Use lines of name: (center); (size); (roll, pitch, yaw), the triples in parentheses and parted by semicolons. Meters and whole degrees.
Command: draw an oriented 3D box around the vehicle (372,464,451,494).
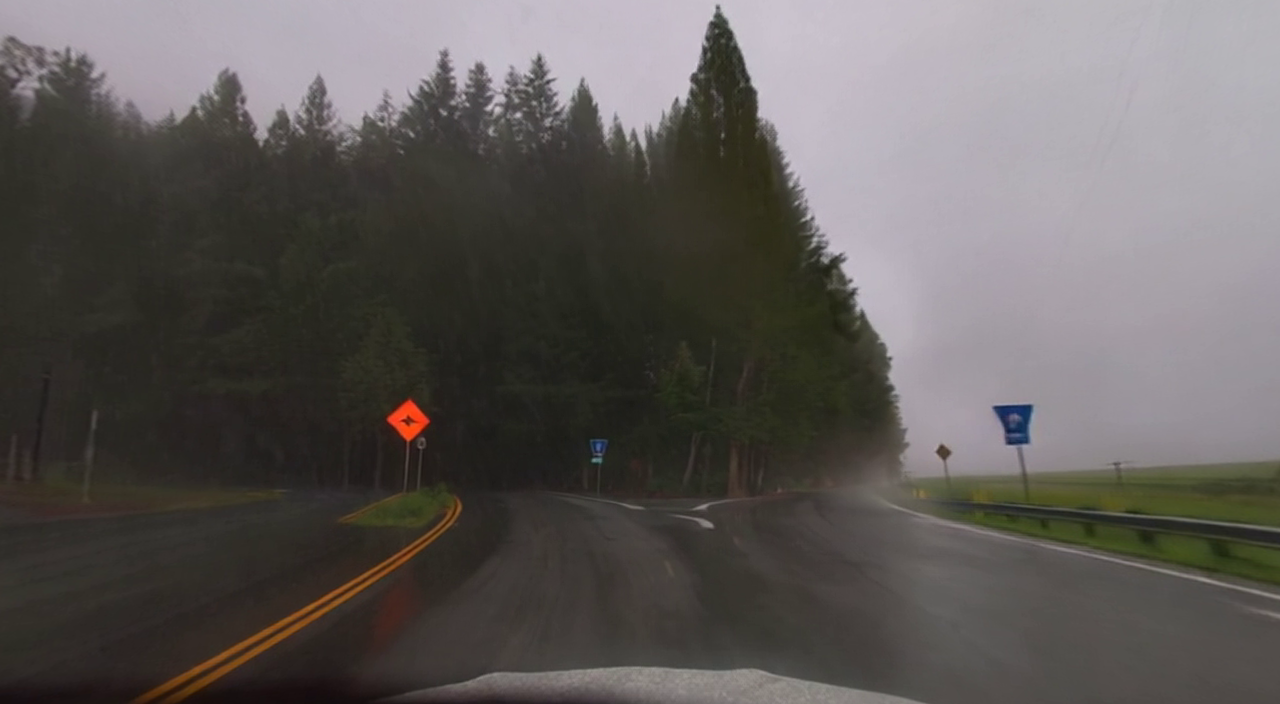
vehicle: (-13.041, 7.281, 36.203); (1.889, 1.583, 3.992); (-4, -12, 25)
